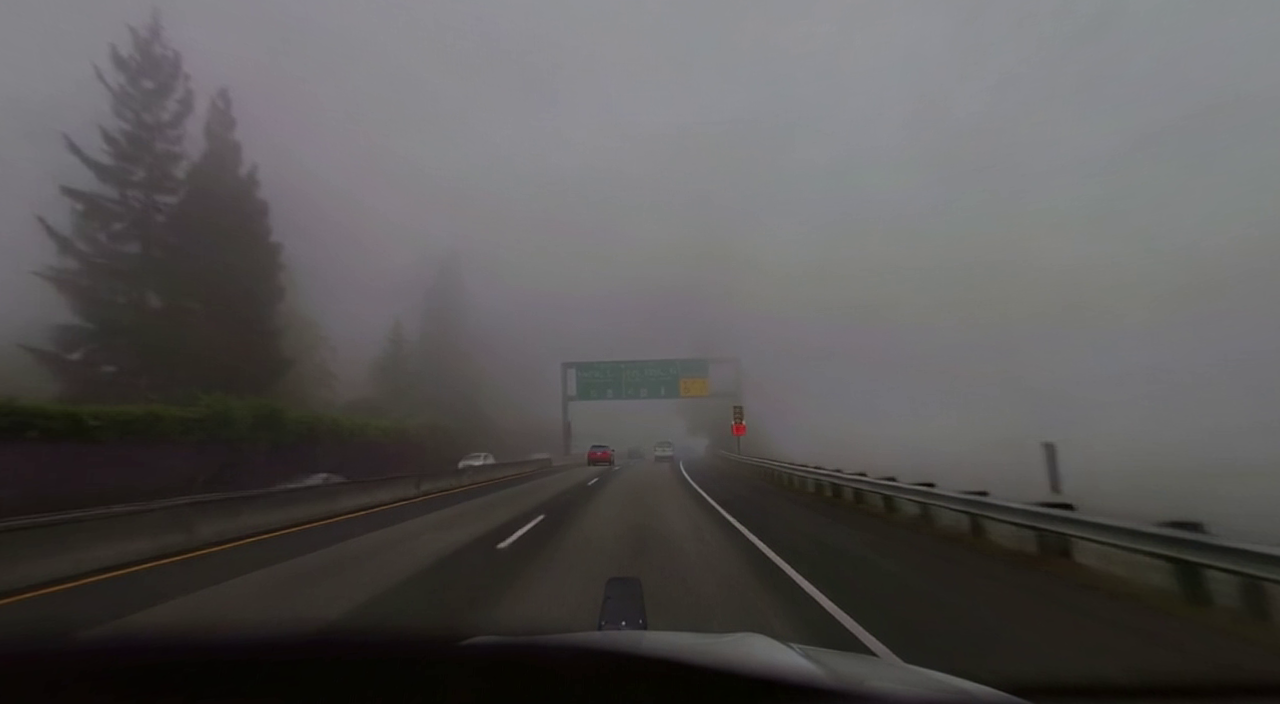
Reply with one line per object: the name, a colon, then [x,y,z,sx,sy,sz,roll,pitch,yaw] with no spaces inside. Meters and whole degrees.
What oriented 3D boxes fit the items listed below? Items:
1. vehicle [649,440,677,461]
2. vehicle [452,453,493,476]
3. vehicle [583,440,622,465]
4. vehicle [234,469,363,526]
vehicle: [1.857,7.708,49.287,2.077,1.533,3.854,-1,-8,4]
vehicle: [-12.977,8.711,48.910,1.795,1.604,4.254,-1,-8,3]
vehicle: [-2.388,6.528,41.029,1.985,1.518,3.847,-1,-8,4]
vehicle: [-10.546,4.497,19.820,1.758,1.406,4.118,0,-8,0]
